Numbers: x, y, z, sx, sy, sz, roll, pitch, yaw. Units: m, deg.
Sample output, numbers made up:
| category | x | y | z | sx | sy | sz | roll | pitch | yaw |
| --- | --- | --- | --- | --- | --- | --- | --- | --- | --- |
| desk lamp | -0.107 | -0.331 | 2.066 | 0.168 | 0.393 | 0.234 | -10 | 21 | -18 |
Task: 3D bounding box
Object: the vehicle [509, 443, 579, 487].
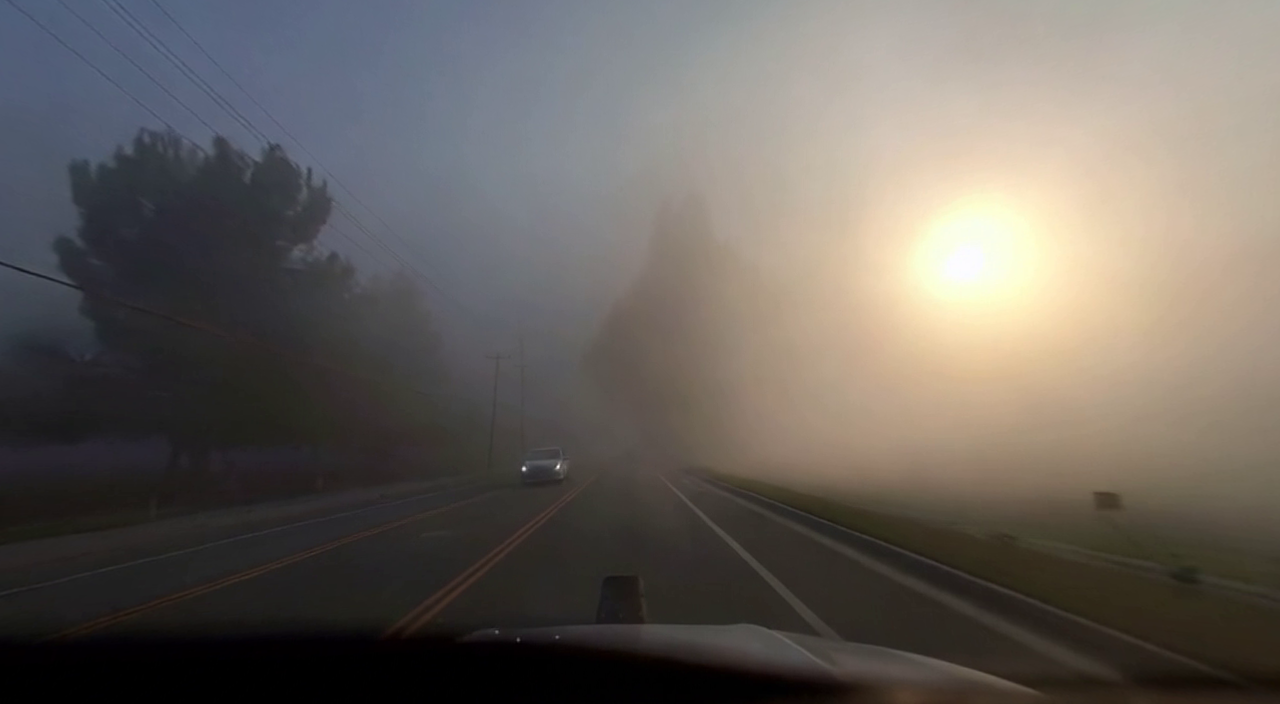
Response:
| category | x | y | z | sx | sy | sz | roll | pitch | yaw |
| --- | --- | --- | --- | --- | --- | --- | --- | --- | --- |
| vehicle | -3.783 | 4.551 | 25.776 | 2.086 | 1.608 | 4.649 | 0 | -9 | 1 |
